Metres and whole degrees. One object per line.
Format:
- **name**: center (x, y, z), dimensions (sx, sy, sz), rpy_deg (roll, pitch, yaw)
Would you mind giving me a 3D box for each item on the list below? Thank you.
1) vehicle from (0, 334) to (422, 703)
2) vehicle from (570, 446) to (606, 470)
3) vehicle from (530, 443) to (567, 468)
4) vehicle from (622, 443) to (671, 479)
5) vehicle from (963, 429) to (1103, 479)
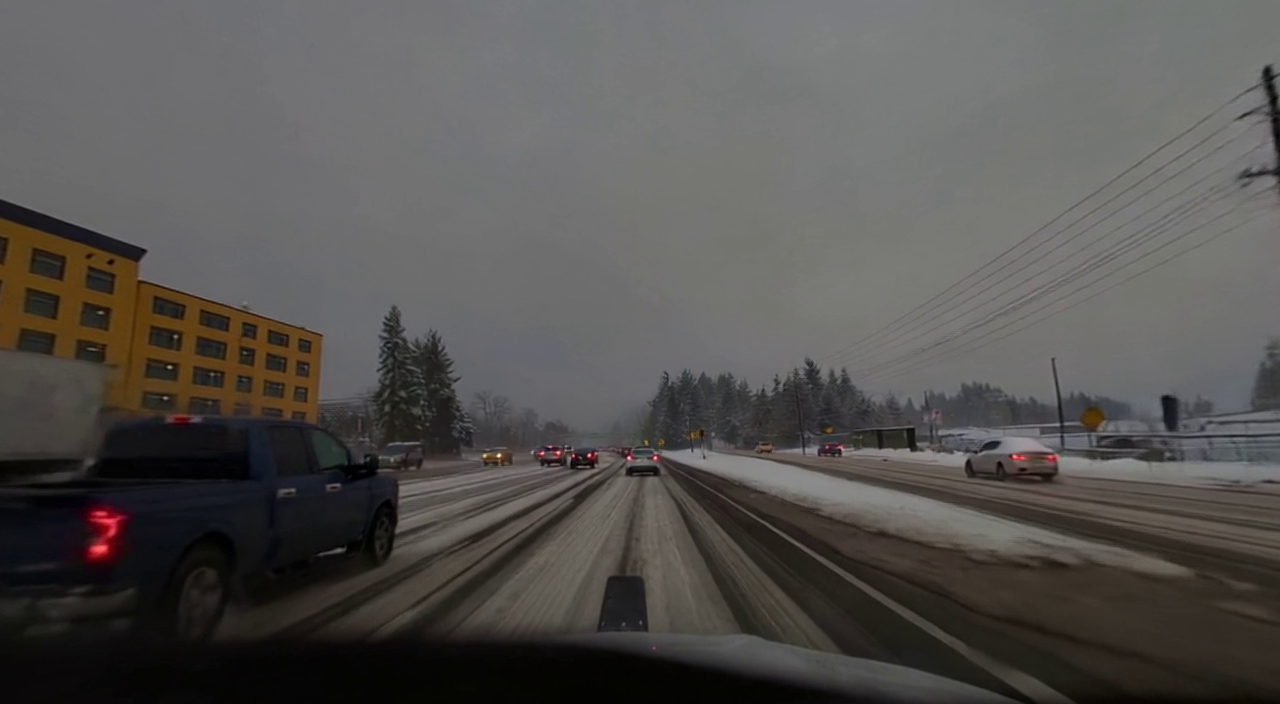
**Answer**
- **vehicle**: center (-3.886, 1.218, 5.243), dimensions (2.250, 1.872, 5.038), rpy_deg (0, -8, 1)
- **vehicle**: center (-3.505, 7.207, 43.256), dimensions (2.059, 1.508, 4.662), rpy_deg (0, -8, 0)
- **vehicle**: center (-7.152, 8.152, 49.826), dimensions (2.106, 1.827, 4.814), rpy_deg (0, -8, 1)
- **vehicle**: center (0.286, 5.080, 29.642), dimensions (2.107, 1.538, 3.999), rpy_deg (0, -8, 0)
- **vehicle**: center (12.985, 3.416, 21.264), dimensions (1.966, 1.484, 4.610), rpy_deg (-1, -8, 3)
